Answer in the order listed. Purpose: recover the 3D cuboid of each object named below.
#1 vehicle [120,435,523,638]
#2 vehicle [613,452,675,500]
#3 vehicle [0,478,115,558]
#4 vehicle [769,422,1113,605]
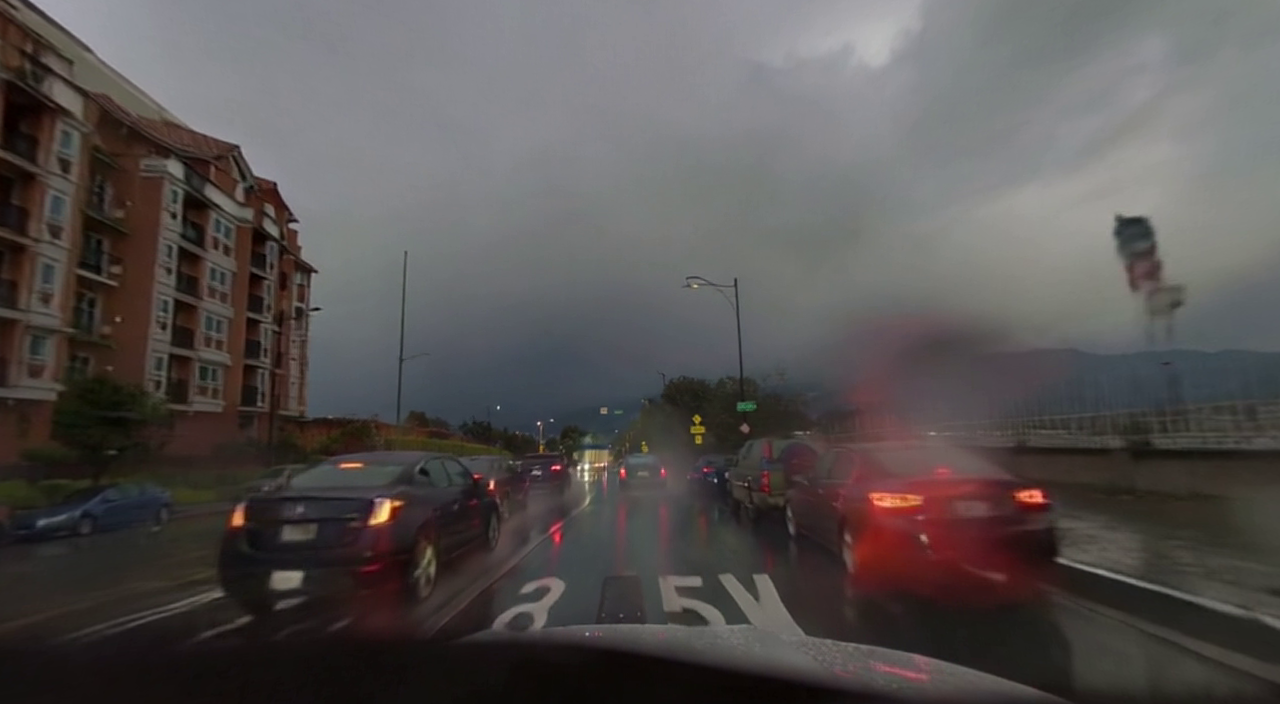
[{"bbox_3d":[-2.778,1.703,6.985,2.109,1.477,4.509,0,-8,0],"label":"vehicle"},{"bbox_3d":[0.089,4.370,22.597,2.026,1.496,3.701,0,-8,-2],"label":"vehicle"},{"bbox_3d":[-13.880,3.514,13.283,1.752,1.479,4.575,0,-8,0],"label":"vehicle"},{"bbox_3d":[2.946,1.670,7.481,1.933,1.501,4.349,0,-8,0],"label":"vehicle"}]
